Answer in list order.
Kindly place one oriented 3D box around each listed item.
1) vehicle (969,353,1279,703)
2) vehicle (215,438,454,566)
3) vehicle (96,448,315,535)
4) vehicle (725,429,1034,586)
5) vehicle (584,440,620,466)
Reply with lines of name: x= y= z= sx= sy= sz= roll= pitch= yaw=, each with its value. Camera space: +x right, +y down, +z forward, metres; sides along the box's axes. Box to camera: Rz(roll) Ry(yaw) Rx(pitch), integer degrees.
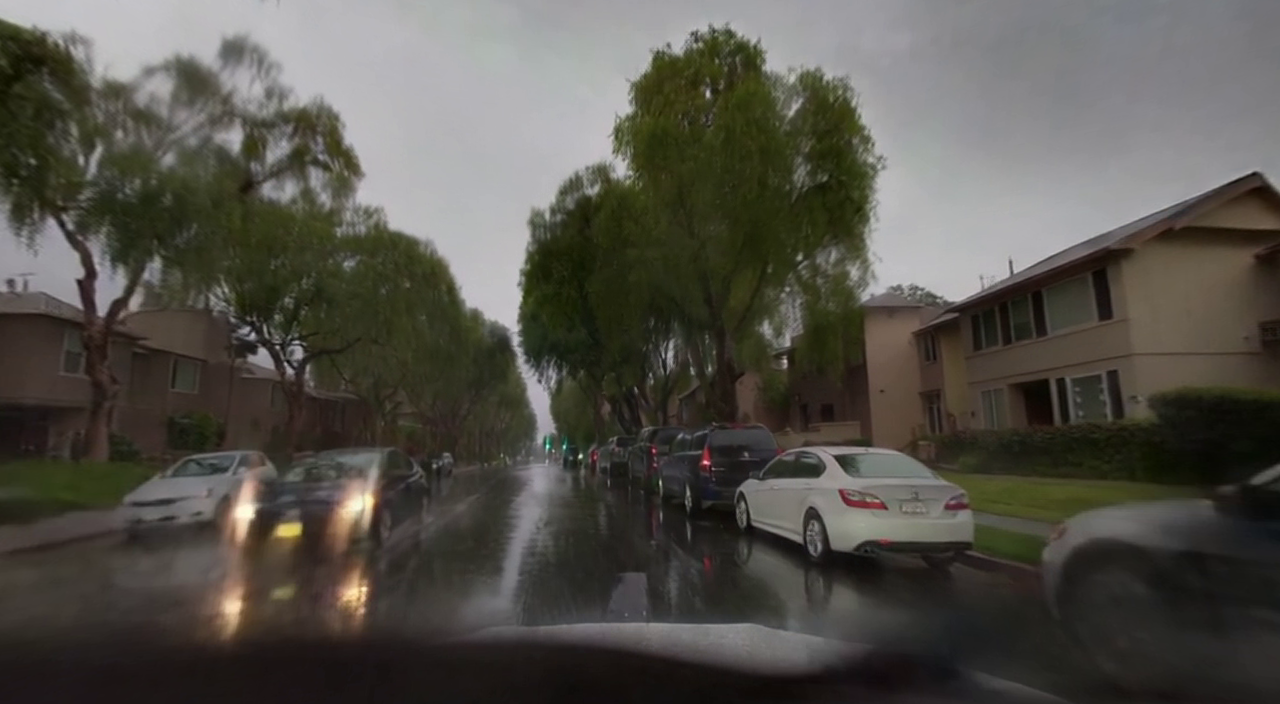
vehicle: x=3.720 y=0.836 z=2.439 sx=1.937 sy=1.722 sz=4.575 roll=1 pitch=-8 yaw=-8
vehicle: x=-4.309 y=2.099 z=9.854 sx=1.971 sy=1.476 sz=4.593 roll=1 pitch=-8 yaw=-8
vehicle: x=-9.052 y=2.867 z=13.752 sx=2.119 sy=1.476 sz=4.588 roll=1 pitch=-8 yaw=-10
vehicle: x=2.786 y=1.876 z=8.682 sx=1.876 sy=1.538 sz=4.447 roll=1 pitch=-8 yaw=-10
vehicle: x=-2.876 y=7.465 z=46.746 sx=2.114 sy=1.787 sz=4.783 roll=1 pitch=-8 yaw=-10
